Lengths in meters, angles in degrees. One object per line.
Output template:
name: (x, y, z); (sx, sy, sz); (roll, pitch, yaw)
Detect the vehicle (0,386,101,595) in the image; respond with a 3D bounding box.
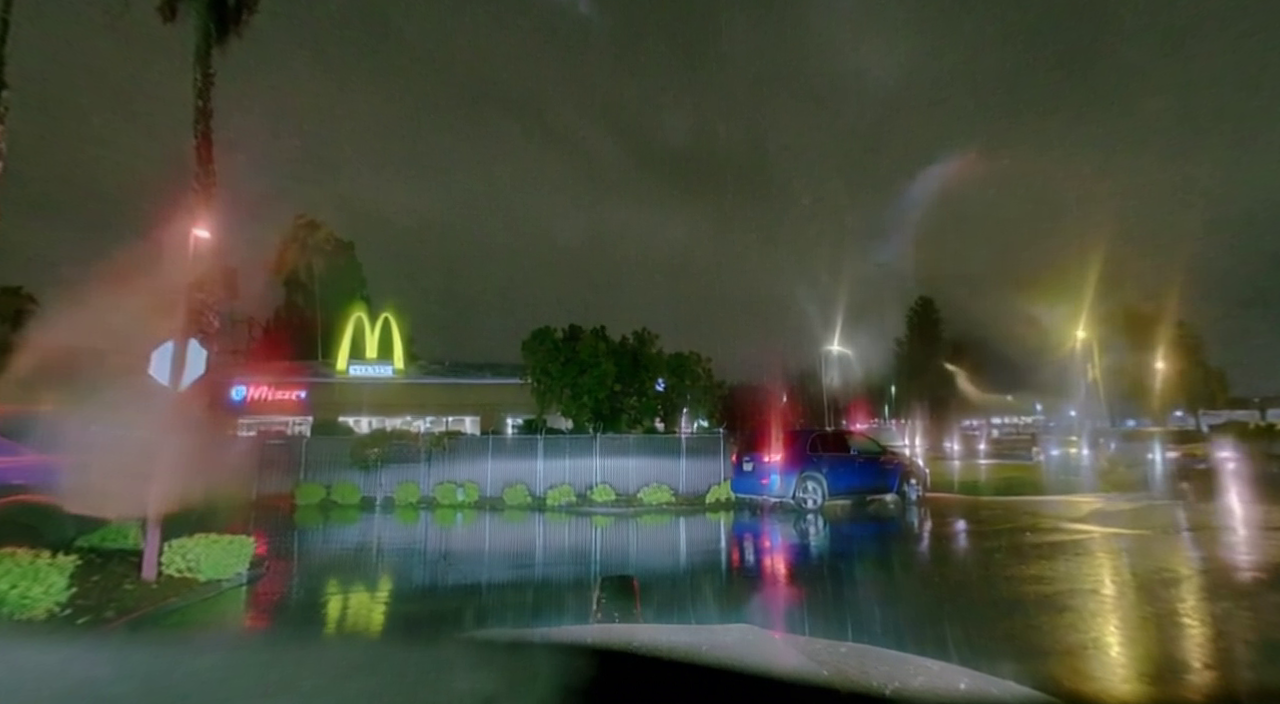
vehicle: (-6.805, 1.078, 4.501); (1.943, 1.890, 4.472); (0, -8, -1)

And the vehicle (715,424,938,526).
vehicle: (3.988, 2.447, 13.417); (4.365, 1.791, 2.073); (4, -7, -30)
